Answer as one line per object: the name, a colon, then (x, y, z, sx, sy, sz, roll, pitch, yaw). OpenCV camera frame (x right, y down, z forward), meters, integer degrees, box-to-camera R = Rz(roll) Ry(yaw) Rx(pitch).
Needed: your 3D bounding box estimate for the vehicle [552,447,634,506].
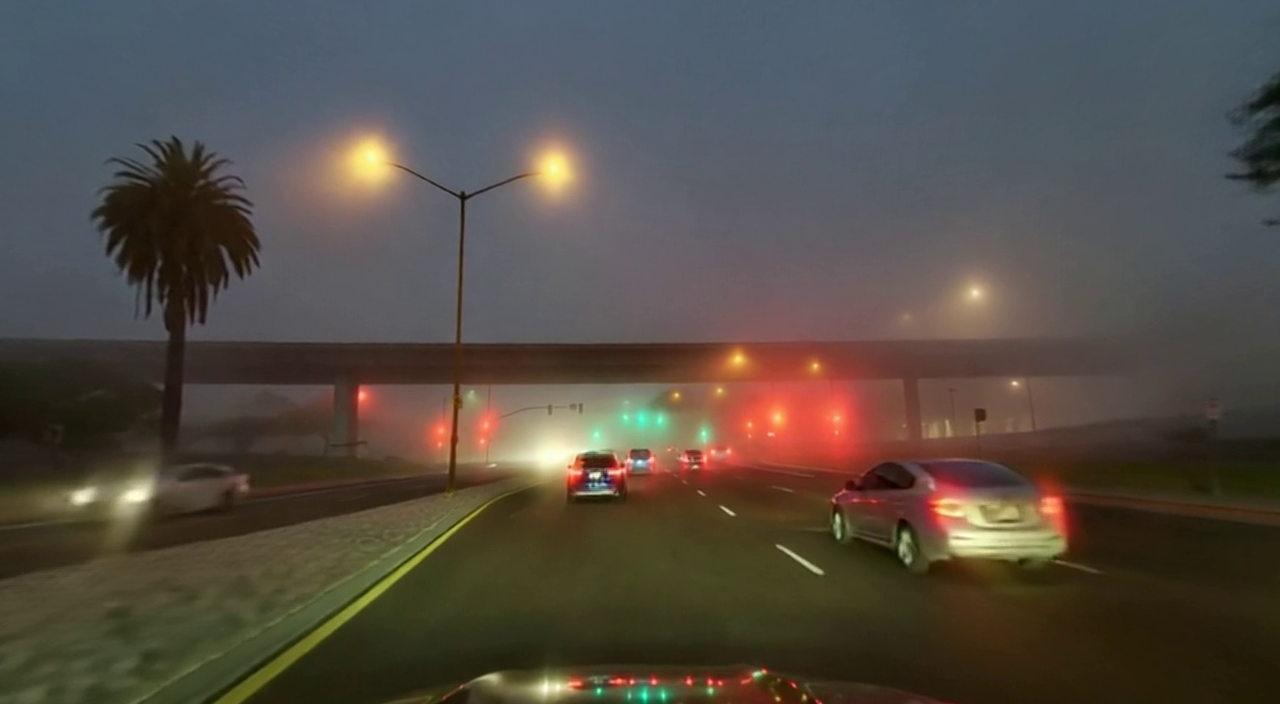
vehicle: (-1.348, 3.577, 18.520, 2.111, 1.506, 4.018, 1, -9, -3)

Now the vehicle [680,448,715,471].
vehicle: (4.102, 7.739, 45.413, 2.119, 1.509, 4.495, 1, -9, 0)

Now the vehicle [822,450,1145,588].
vehicle: (4.195, 2.073, 8.681, 2.156, 1.404, 4.120, 0, -9, 1)

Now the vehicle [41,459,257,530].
vehicle: (-12.861, 3.724, 16.983, 1.963, 1.518, 4.822, 1, -9, -1)

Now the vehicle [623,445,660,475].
vehicle: (0.076, 6.687, 39.026, 2.172, 1.694, 4.055, 1, -9, 0)
